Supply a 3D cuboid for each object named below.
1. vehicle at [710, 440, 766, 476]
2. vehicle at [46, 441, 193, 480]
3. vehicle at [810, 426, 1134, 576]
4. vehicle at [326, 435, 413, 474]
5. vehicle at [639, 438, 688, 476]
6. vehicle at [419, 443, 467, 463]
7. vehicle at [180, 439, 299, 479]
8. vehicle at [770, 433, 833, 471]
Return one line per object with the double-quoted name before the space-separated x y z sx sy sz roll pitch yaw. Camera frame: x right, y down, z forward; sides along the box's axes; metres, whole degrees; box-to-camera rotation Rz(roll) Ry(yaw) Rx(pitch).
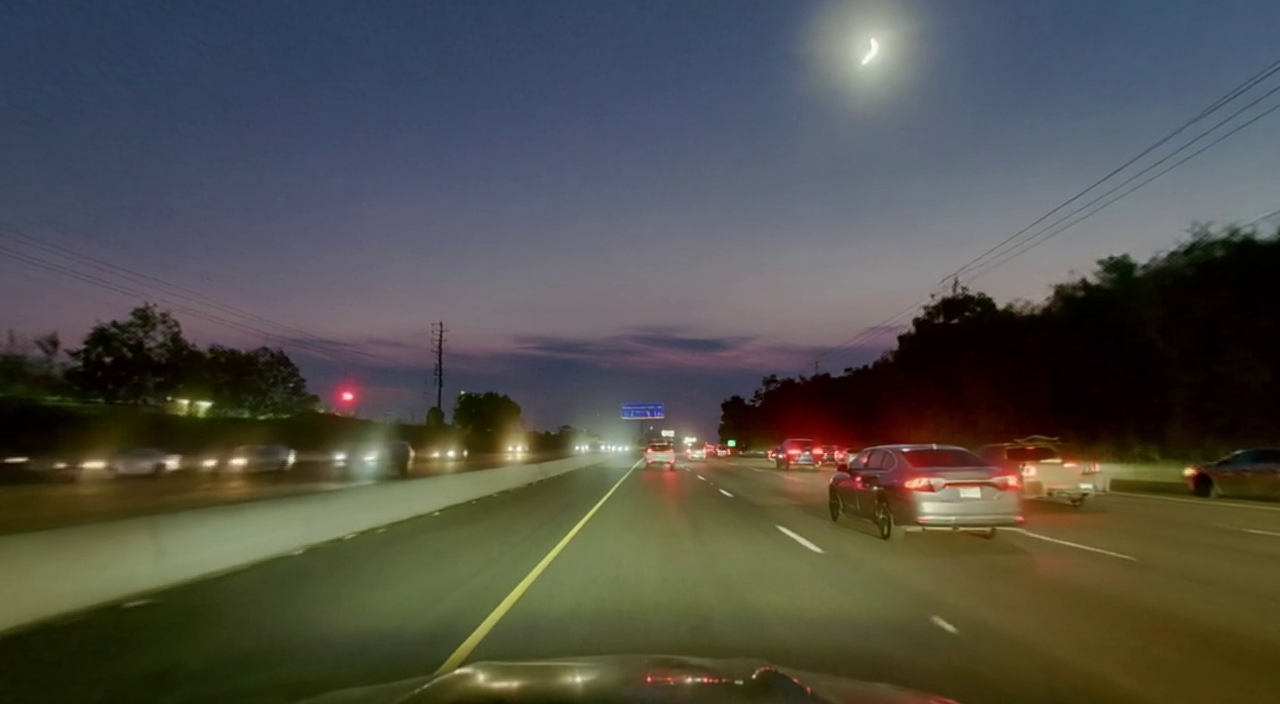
"vehicle" 4.350 4.760 28.571 1.936 1.465 4.060 0 -8 0
"vehicle" -21.241 4.432 26.069 1.923 1.464 4.740 0 -8 2
"vehicle" 3.921 1.817 8.572 1.986 1.478 4.429 0 -8 0
"vehicle" -12.902 4.921 30.412 1.958 1.720 4.610 0 -8 2
"vehicle" 1.015 4.687 28.324 2.042 1.581 3.769 0 -8 1
"vehicle" -15.523 7.977 49.986 2.041 1.480 4.759 -1 -8 3
"vehicle" -16.931 4.530 26.995 1.870 1.544 4.636 0 -8 2
"vehicle" 8.207 5.148 32.549 2.041 1.821 4.562 0 -8 0
